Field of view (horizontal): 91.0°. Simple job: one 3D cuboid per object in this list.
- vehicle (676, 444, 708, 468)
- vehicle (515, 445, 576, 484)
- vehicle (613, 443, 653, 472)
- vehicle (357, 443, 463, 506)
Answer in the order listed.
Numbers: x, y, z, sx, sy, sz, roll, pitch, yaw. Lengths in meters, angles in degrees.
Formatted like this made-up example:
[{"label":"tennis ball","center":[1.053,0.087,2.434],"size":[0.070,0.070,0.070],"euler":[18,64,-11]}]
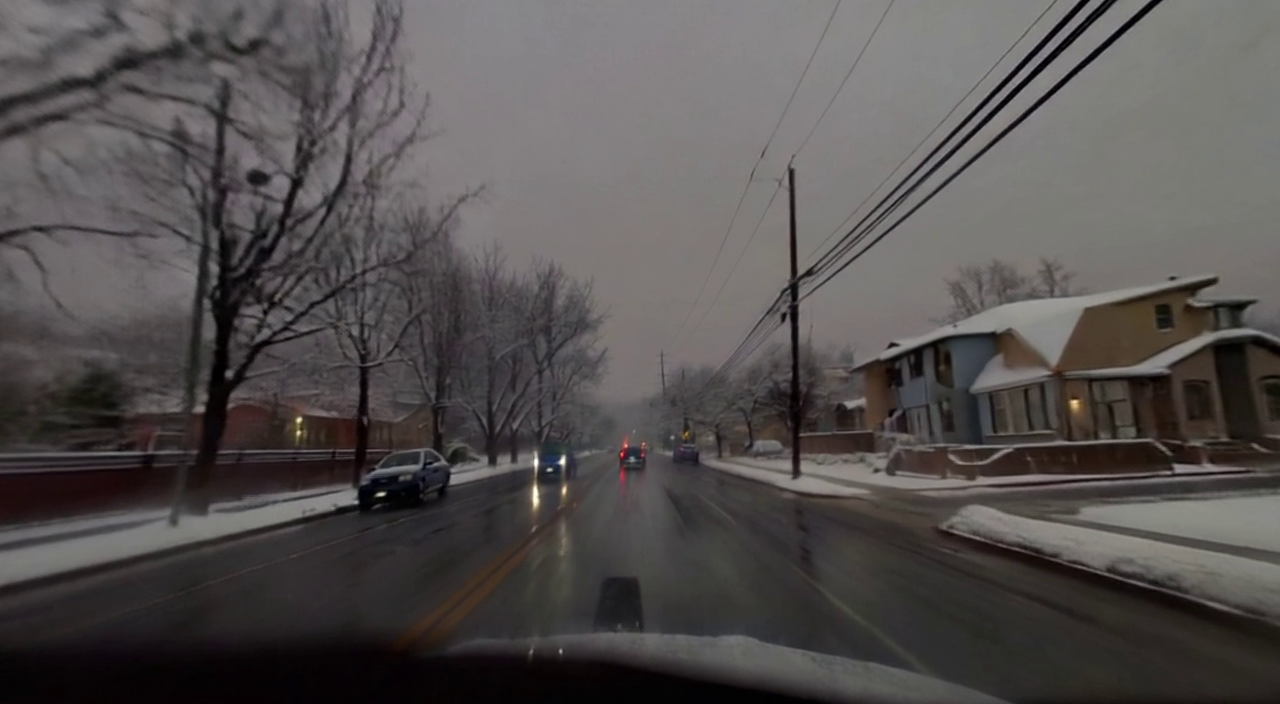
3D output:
[{"label":"vehicle","center":[3.795,7.684,46.748],"size":[1.895,1.640,4.090],"euler":[0,-8,-1]},{"label":"vehicle","center":[-3.995,4.841,27.386],"size":[2.022,1.534,4.320],"euler":[0,-8,-1]},{"label":"vehicle","center":[-0.381,5.849,35.100],"size":[2.104,1.500,3.815],"euler":[0,-8,-1]},{"label":"vehicle","center":[-7.695,4.171,21.596],"size":[2.022,1.795,4.337],"euler":[-3,-10,0]}]
